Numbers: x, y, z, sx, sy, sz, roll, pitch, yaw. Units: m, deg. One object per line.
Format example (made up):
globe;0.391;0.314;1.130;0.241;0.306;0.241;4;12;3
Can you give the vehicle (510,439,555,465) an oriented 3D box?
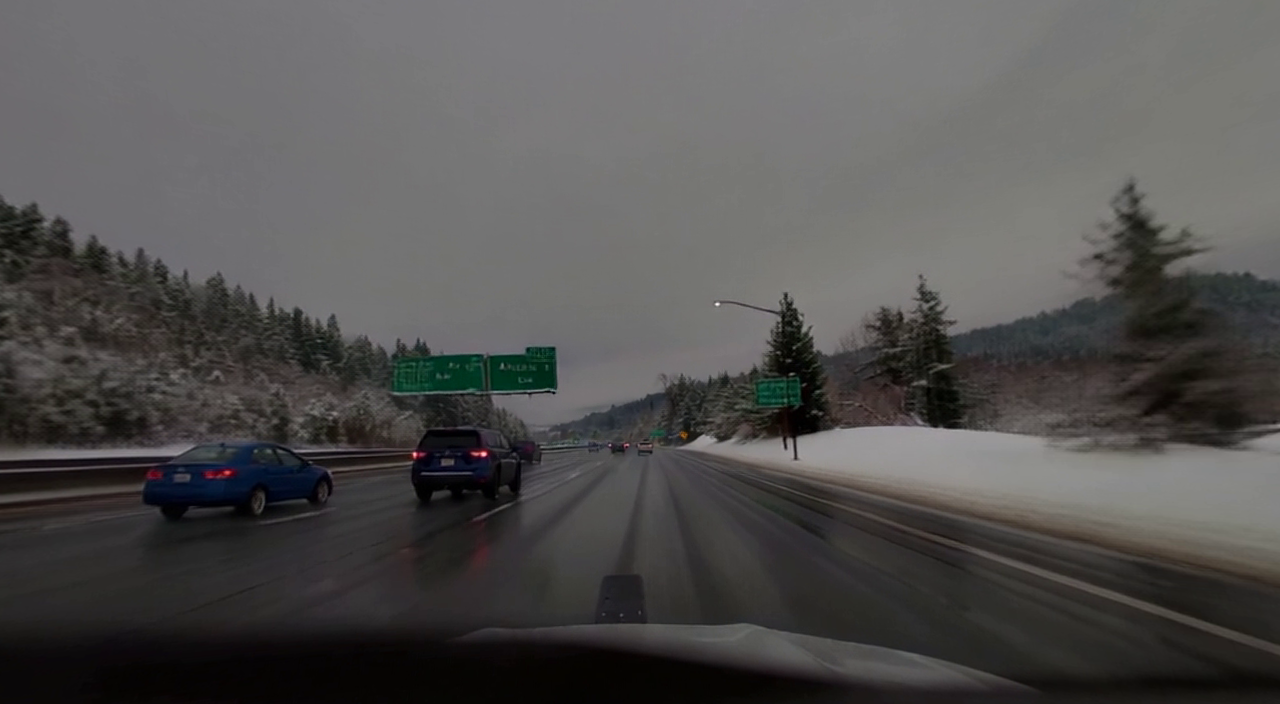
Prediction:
vehicle;-7.100;6.660;42.074;2.069;1.636;4.483;0;-9;2

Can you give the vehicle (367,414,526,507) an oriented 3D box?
vehicle;-4.515;2.648;15.716;2.219;1.947;4.924;0;-9;2

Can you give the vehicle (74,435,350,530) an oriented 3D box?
vehicle;-8.082;2.490;12.693;1.984;1.508;4.935;0;-9;2
